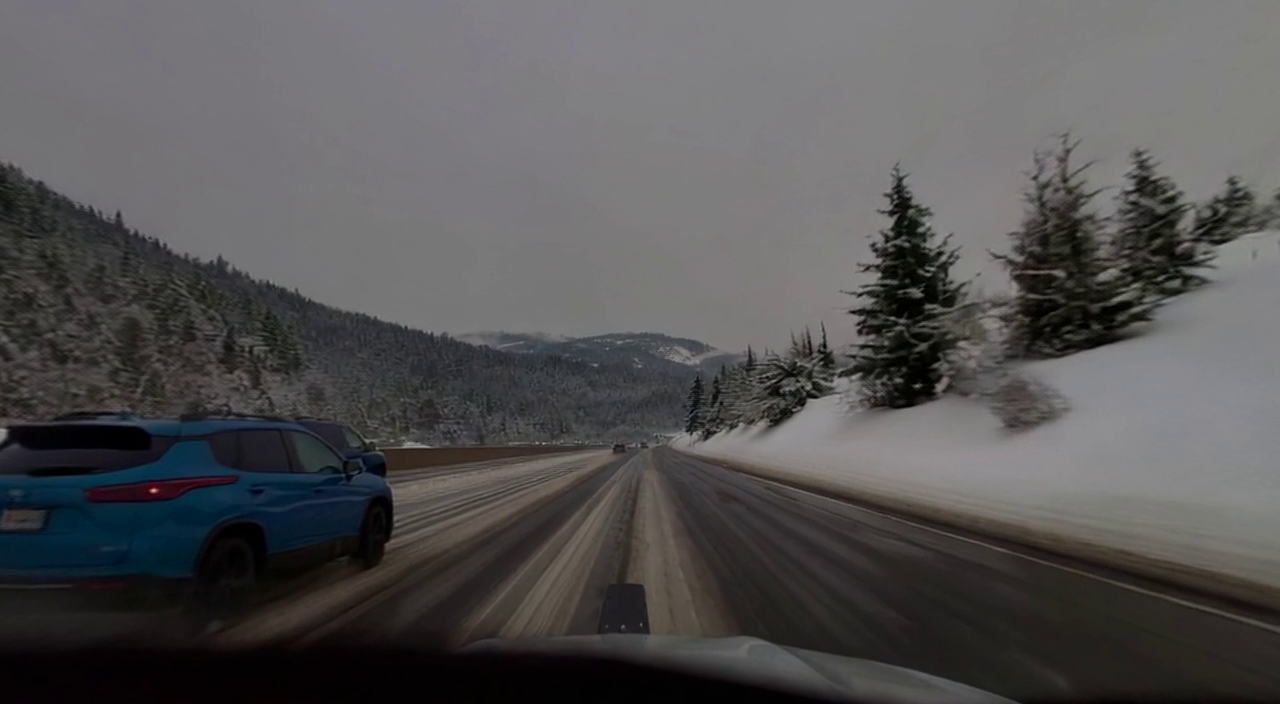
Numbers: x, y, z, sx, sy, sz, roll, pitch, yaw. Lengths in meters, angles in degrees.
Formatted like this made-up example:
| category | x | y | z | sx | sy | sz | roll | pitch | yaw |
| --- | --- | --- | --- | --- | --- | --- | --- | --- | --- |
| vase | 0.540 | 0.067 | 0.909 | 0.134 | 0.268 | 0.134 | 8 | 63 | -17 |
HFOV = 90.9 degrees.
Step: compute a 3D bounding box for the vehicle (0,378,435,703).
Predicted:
| category | x | y | z | sx | sy | sz | roll | pitch | yaw |
| --- | --- | --- | --- | --- | --- | --- | --- | --- | --- |
| vehicle | -3.469 | 1.279 | 5.308 | 1.983 | 1.663 | 4.290 | 0 | -9 | 0 |
